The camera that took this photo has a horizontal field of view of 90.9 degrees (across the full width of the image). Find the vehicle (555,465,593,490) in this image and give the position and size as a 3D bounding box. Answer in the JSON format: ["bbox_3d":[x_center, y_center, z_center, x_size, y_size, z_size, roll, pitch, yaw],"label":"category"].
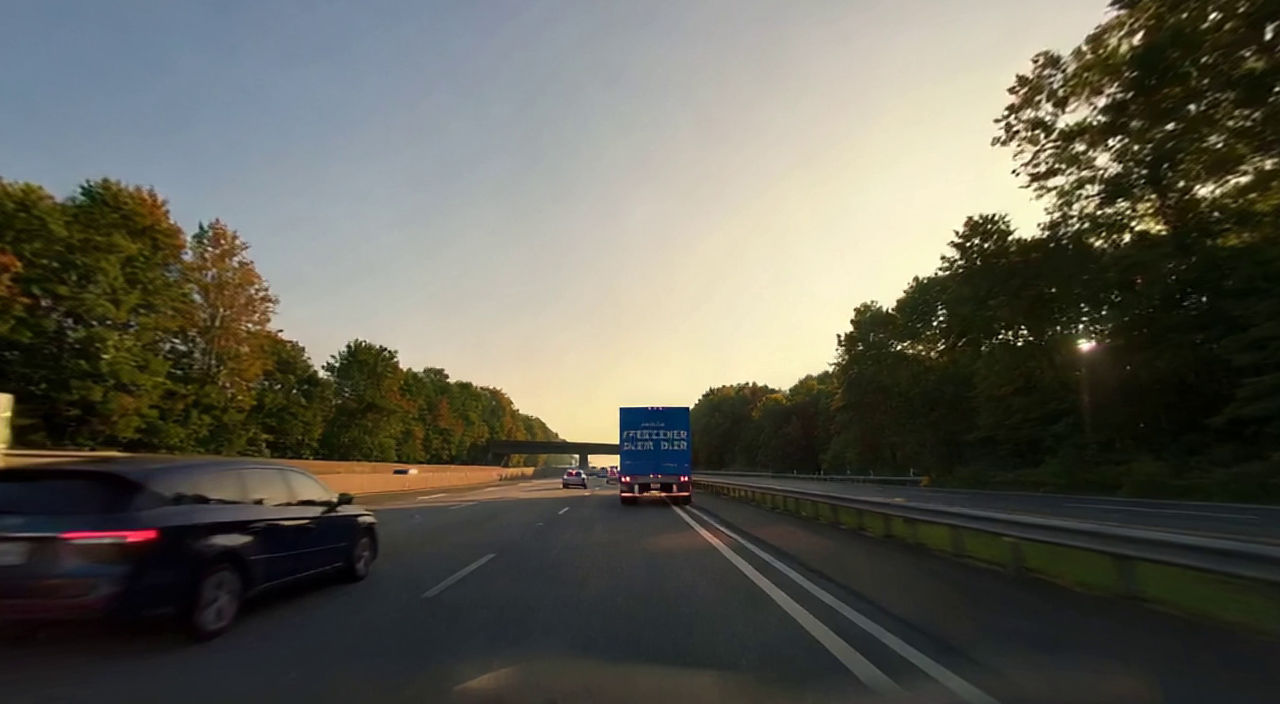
[{"bbox_3d":[-4.350,8.346,42.166,2.060,1.535,4.109,1,-10,1],"label":"vehicle"}]

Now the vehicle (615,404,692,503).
[{"bbox_3d":[0.469,4.848,29.595,2.980,3.834,9.423,1,-10,-1],"label":"vehicle"}]

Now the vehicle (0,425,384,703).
[{"bbox_3d":[-4.089,1.509,5.199,1.978,1.516,4.617,1,-10,0],"label":"vehicle"}]

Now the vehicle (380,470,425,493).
[{"bbox_3d":[-16.319,8.873,43.408,1.762,1.459,3.631,1,-10,-2],"label":"vehicle"}]
